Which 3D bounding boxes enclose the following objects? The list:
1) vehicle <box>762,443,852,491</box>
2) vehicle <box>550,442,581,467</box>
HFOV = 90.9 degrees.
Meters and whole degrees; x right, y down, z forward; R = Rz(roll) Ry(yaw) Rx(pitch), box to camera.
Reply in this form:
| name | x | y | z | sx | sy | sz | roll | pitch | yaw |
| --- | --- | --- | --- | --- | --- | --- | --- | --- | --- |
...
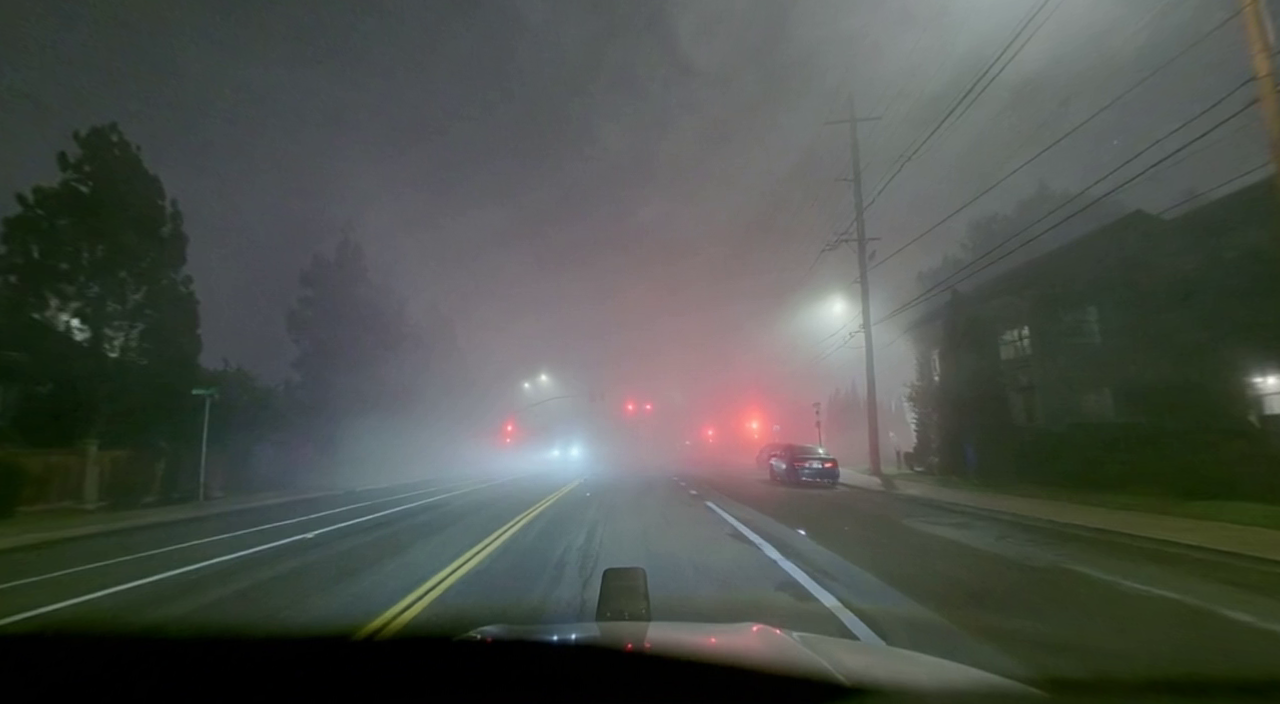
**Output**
| name | x | y | z | sx | sy | sz | roll | pitch | yaw |
| --- | --- | --- | --- | --- | --- | --- | --- | --- | --- |
| vehicle | 5.713 | 3.954 | 22.134 | 2.040 | 1.475 | 4.389 | 0 | -8 | 1 |
| vehicle | -5.641 | 7.854 | 48.371 | 2.012 | 1.778 | 4.990 | 0 | -8 | -3 |
